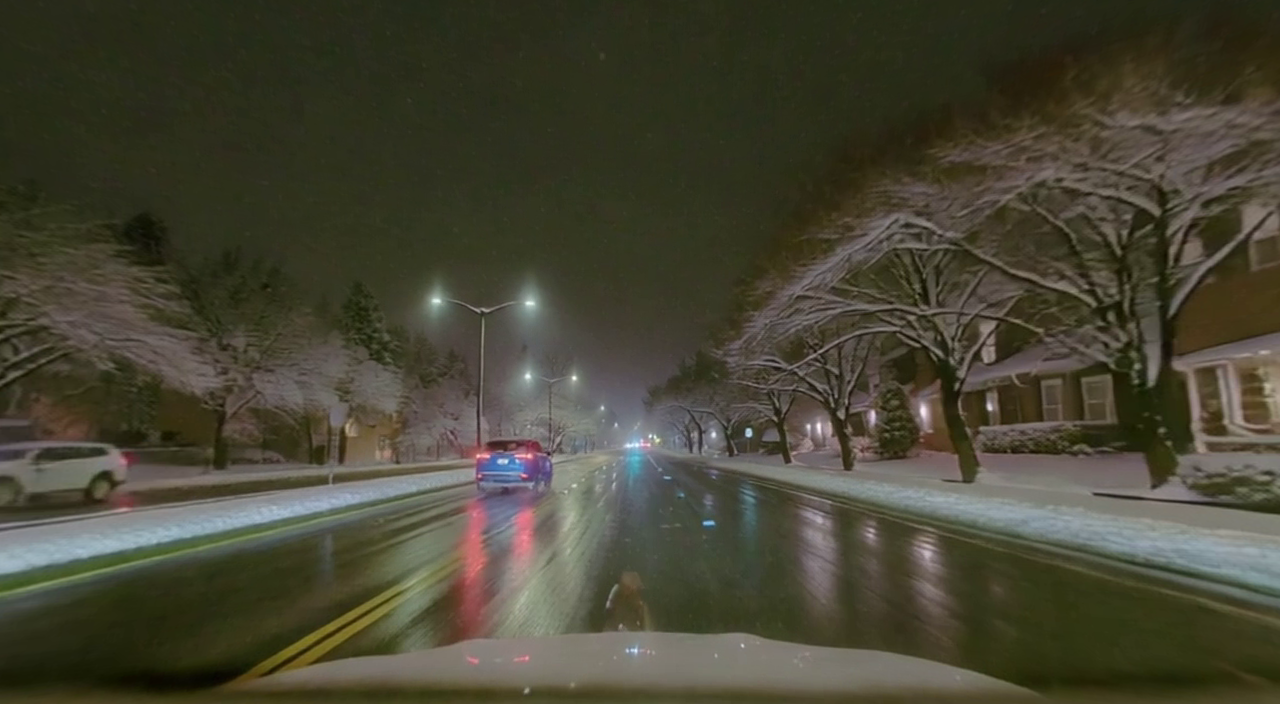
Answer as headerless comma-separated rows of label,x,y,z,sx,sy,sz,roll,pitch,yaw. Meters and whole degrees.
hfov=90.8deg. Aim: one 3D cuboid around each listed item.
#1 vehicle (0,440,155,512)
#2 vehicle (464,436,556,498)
vehicle,-16.691,3.378,17.727,2.202,1.724,4.934,0,-9,1
vehicle,-3.996,3.601,20.221,1.993,1.733,4.262,0,-9,1
